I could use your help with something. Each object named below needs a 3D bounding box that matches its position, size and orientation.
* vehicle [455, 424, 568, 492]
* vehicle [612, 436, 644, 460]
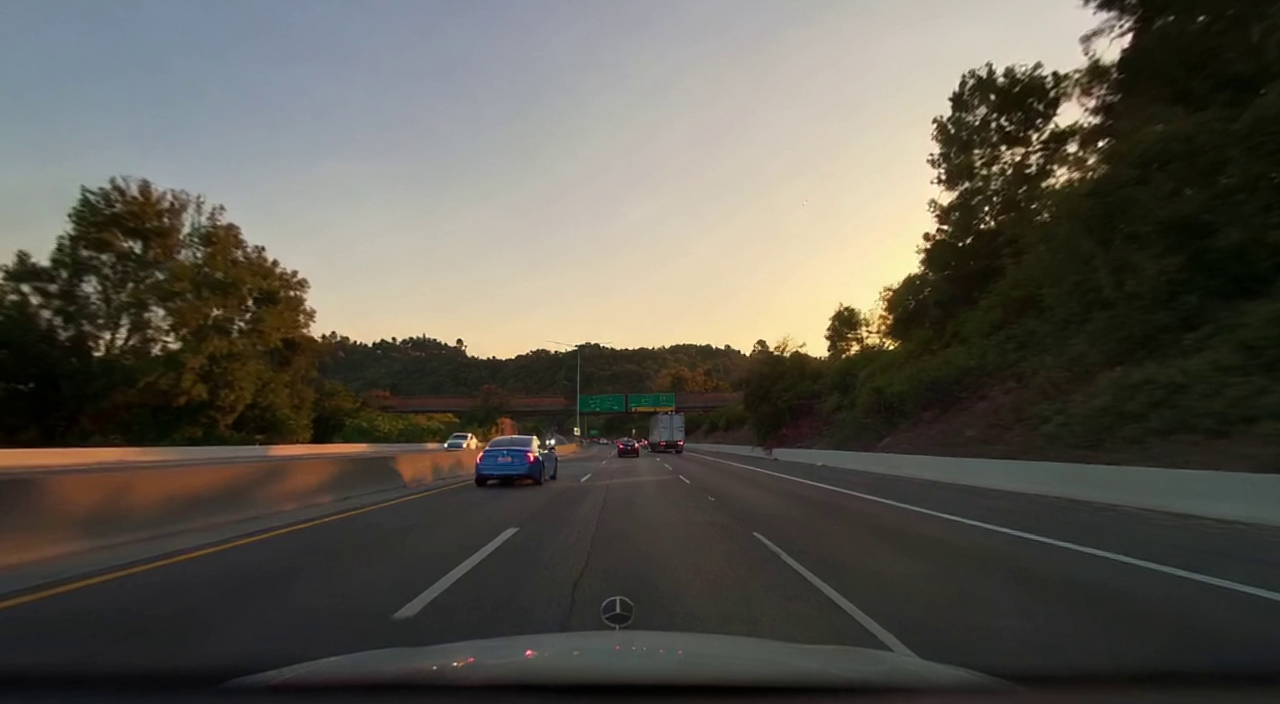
[{"bbox_3d":[-3.654,3.119,18.922,2.377,1.747,4.703,0,-8,0],"label":"vehicle"},{"bbox_3d":[-0.796,6.586,43.400,2.125,1.542,3.816,0,-8,0],"label":"vehicle"}]
